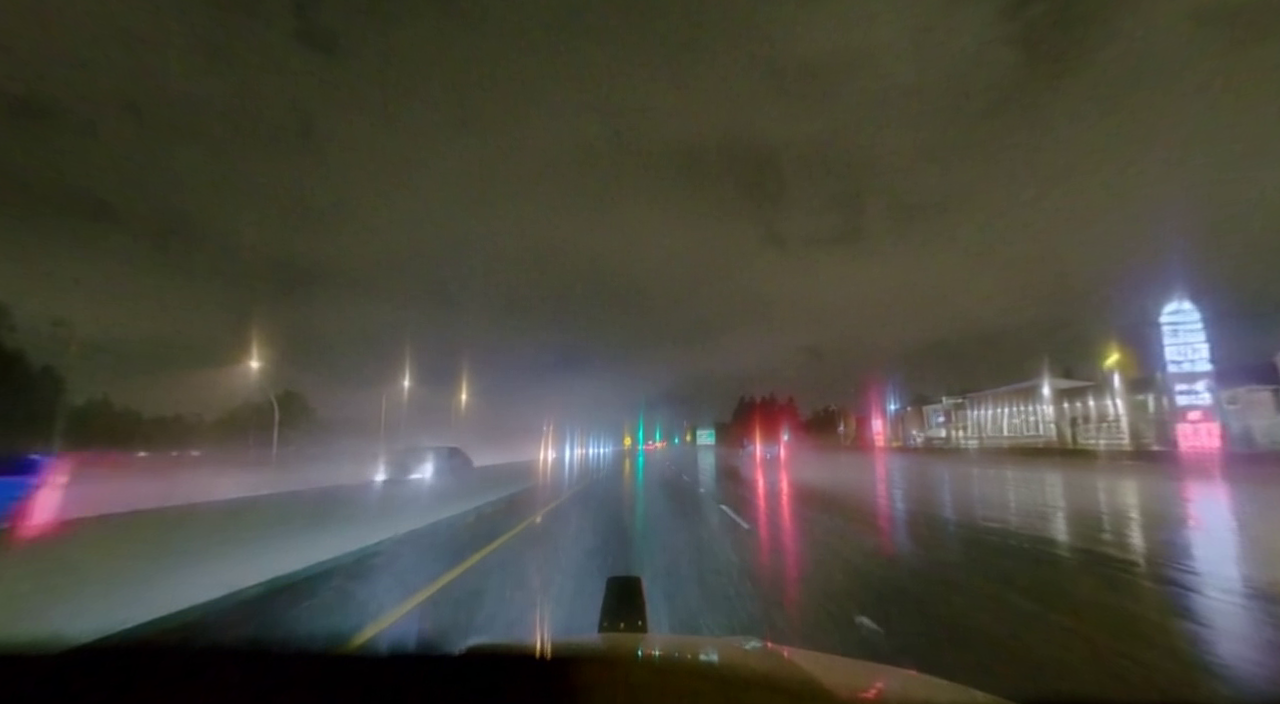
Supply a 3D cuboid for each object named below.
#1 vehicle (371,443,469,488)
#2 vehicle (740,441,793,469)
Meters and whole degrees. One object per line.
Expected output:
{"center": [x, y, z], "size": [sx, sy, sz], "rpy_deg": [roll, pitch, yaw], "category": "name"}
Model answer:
{"center": [-8.044, 4.158, 23.454], "size": [1.880, 1.477, 4.477], "rpy_deg": [0, -8, 2], "category": "vehicle"}
{"center": [7.510, 6.167, 37.788], "size": [2.079, 1.518, 5.032], "rpy_deg": [0, -8, -1], "category": "vehicle"}
